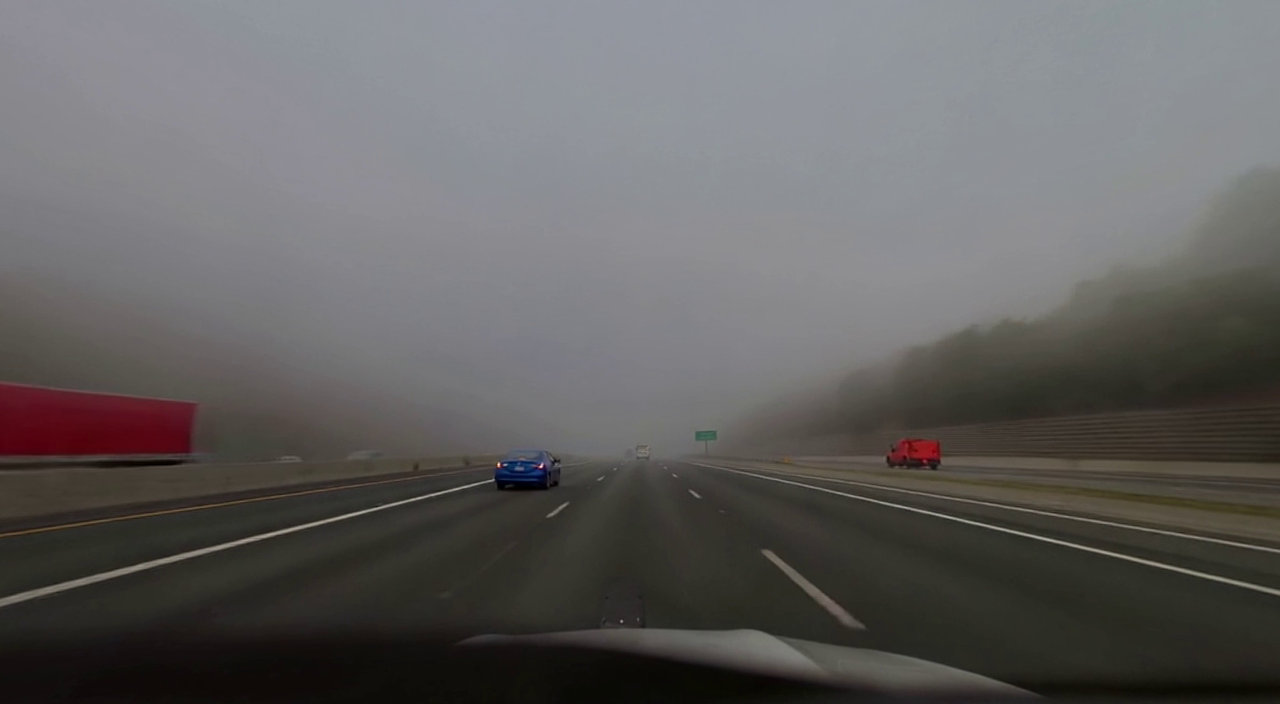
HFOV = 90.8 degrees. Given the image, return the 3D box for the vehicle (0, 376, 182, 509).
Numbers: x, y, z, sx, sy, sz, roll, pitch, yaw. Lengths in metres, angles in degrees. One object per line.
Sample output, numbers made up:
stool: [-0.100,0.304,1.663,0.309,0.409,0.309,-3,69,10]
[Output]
vehicle: [-20.491,2.859,19.789,3.002,3.888,12.377,0,-9,0]

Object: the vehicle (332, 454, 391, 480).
vehicle: [-16.387,6.757,37.321,1.783,1.422,3.745,0,-9,0]

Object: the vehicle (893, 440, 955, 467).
vehicle: [18.501,6.660,41.333,1.925,1.648,4.367,0,-9,-1]

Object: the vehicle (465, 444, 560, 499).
vehicle: [-3.673,3.541,19.057,1.873,1.438,4.546,0,-9,1]
